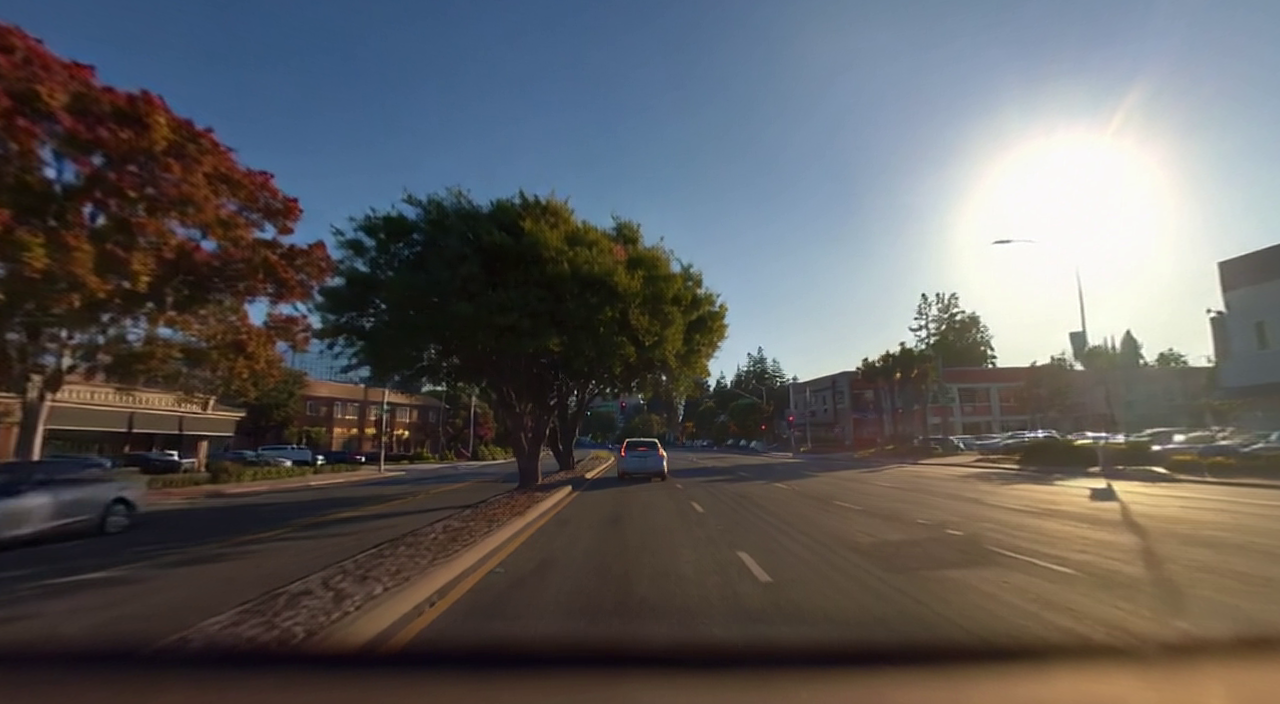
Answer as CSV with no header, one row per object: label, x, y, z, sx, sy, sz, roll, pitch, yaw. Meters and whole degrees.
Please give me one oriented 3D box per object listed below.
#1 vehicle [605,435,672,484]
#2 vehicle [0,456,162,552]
vehicle,-0.074,3.636,21.622,2.064,1.477,3.968,0,-9,-1
vehicle,-11.318,2.684,11.456,1.907,1.485,4.293,0,-9,0
